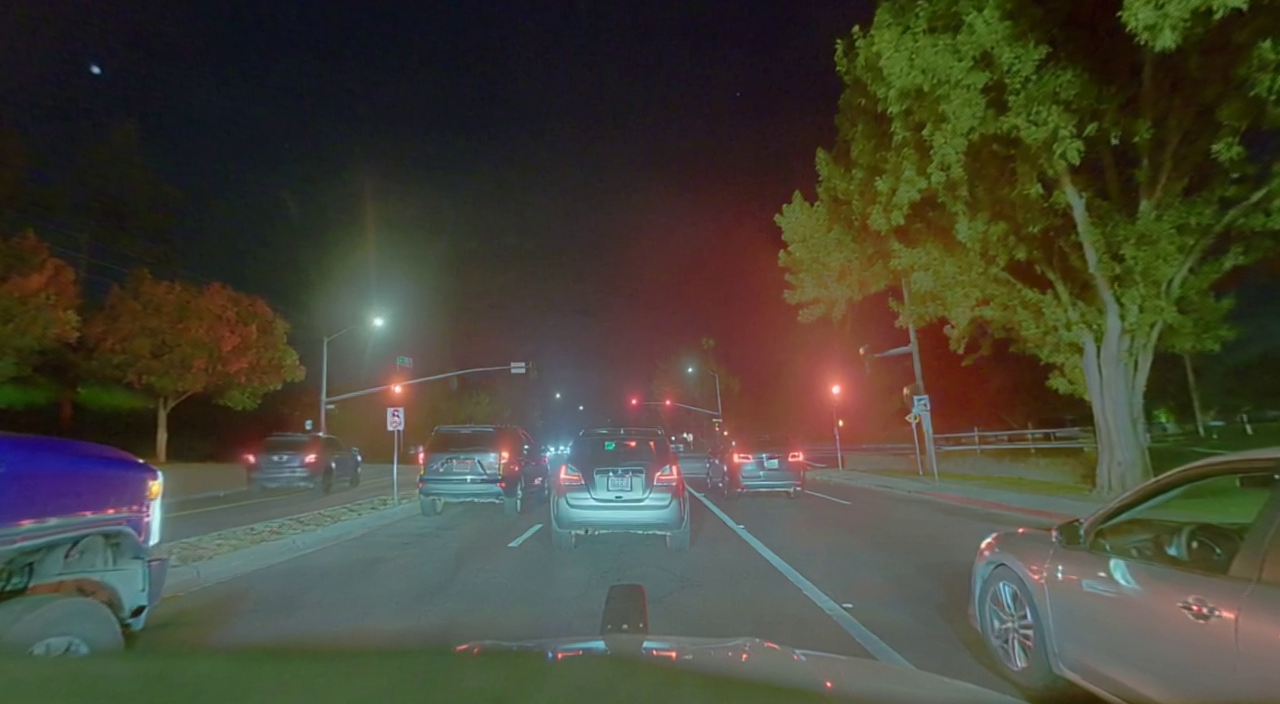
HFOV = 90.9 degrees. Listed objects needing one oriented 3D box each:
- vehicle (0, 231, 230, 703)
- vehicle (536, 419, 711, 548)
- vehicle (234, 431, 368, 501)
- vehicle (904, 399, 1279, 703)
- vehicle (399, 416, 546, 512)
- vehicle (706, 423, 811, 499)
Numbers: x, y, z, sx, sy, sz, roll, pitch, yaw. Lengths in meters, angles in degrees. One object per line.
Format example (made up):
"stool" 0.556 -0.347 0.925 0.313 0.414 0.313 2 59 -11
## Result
"vehicle" -3.480 0.350 0.305 2.656 2.021 5.800 0 -8 0
"vehicle" -0.222 1.939 9.877 2.194 1.607 3.690 0 -8 0
"vehicle" -9.217 3.095 17.655 2.122 1.653 4.807 2 -9 -14
"vehicle" 3.017 0.968 2.533 1.874 1.477 4.698 0 -8 0
"vehicle" -3.632 2.526 14.674 2.089 1.857 4.488 0 -8 1
"vehicle" 3.176 3.040 17.922 2.102 1.841 4.587 0 -8 0
